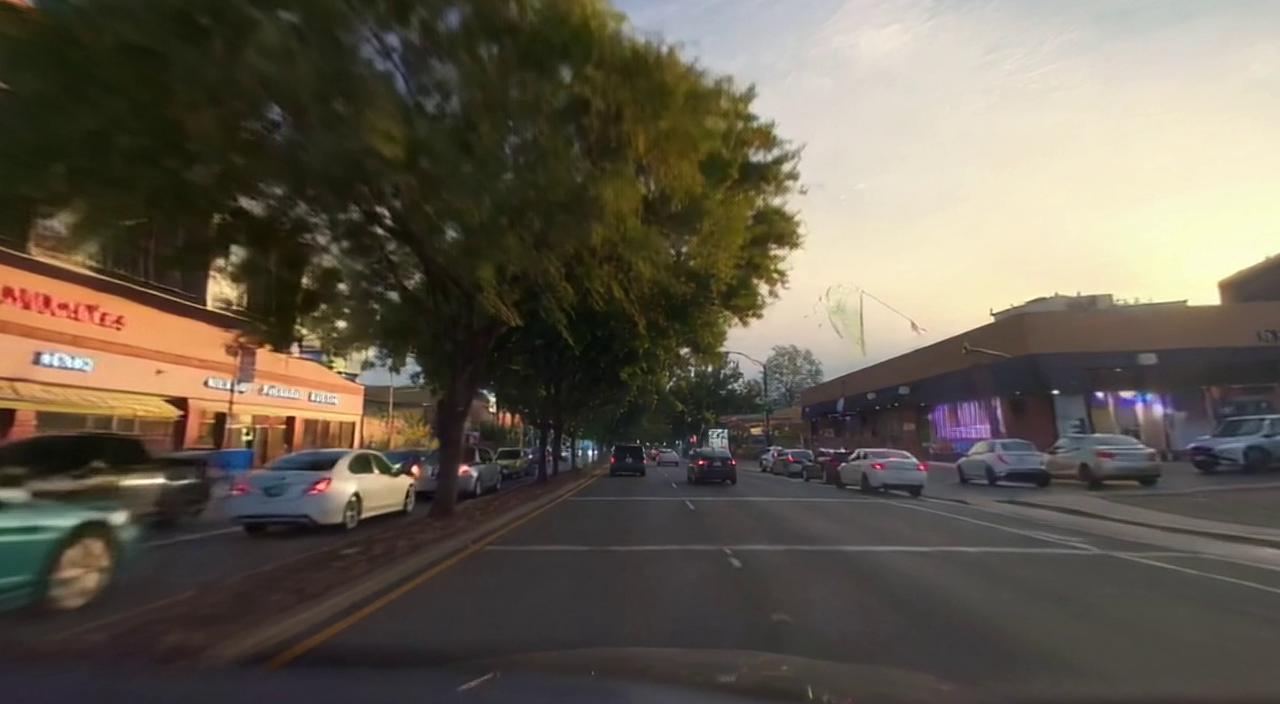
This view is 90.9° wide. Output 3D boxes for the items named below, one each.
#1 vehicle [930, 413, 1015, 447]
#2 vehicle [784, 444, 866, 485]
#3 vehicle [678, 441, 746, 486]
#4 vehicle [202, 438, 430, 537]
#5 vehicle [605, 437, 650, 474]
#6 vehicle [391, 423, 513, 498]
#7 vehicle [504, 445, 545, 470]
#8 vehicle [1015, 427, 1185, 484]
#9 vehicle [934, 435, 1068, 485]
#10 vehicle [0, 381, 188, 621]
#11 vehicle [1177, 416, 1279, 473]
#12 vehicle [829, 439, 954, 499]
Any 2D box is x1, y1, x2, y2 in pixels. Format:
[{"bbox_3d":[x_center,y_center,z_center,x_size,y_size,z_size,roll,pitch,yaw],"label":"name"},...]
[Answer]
[{"bbox_3d":[15.752,3.804,30.152,1.793,1.505,4.557,-1,-9,3],"label":"vehicle"},{"bbox_3d":[7.284,4.448,25.344,1.831,1.475,4.924,-1,-8,1],"label":"vehicle"},{"bbox_3d":[2.632,4.189,23.966,2.046,1.540,3.883,0,-9,-1],"label":"vehicle"},{"bbox_3d":[-5.711,2.429,11.939,1.835,1.476,4.533,1,-9,1],"label":"vehicle"},{"bbox_3d":[-0.631,5.628,34.382,2.301,1.837,4.411,0,-9,0],"label":"vehicle"},{"bbox_3d":[-5.580,3.269,19.563,2.240,1.945,5.114,-1,-8,0],"label":"vehicle"},{"bbox_3d":[-8.391,7.711,46.125,2.097,1.707,4.506,0,-9,1],"label":"vehicle"},{"bbox_3d":[15.442,3.504,21.626,2.007,1.642,5.001,-2,-8,-1],"label":"vehicle"},{"bbox_3d":[12.312,3.700,21.919,2.058,1.493,4.612,-2,-8,3],"label":"vehicle"},{"bbox_3d":[-5.821,1.041,4.125,2.242,1.740,4.659,-1,-8,0],"label":"vehicle"},{"bbox_3d":[21.199,3.082,21.294,1.967,1.751,4.275,-2,-8,-5],"label":"vehicle"},{"bbox_3d":[7.495,3.513,19.338,1.914,1.587,4.548,0,-8,0],"label":"vehicle"}]
